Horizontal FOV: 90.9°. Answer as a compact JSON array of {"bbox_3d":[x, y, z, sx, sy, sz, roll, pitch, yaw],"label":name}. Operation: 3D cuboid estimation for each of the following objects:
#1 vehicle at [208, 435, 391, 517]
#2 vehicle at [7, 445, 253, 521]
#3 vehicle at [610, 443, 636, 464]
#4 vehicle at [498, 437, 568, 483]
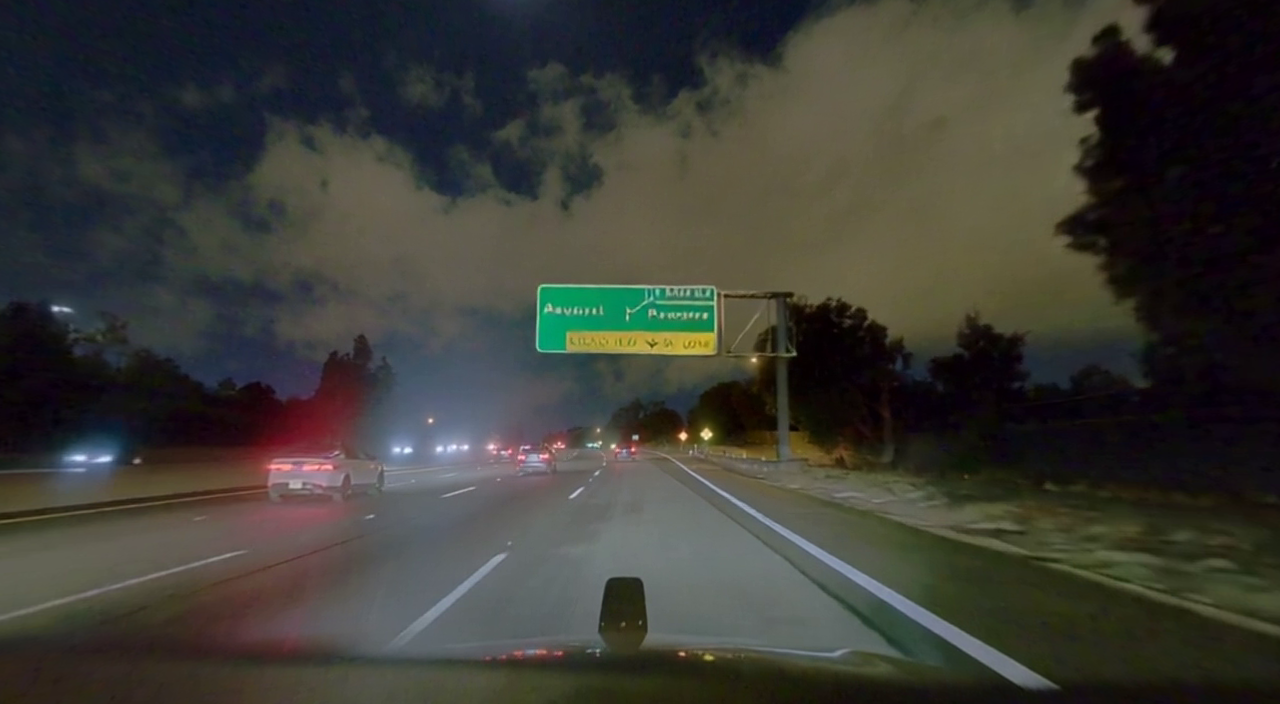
[{"bbox_3d":[-7.730,2.812,14.870,2.086,1.628,4.039,0,-8,-1],"label":"vehicle"},{"bbox_3d":[-11.816,3.015,15.194,2.028,1.499,4.702,0,-8,0],"label":"vehicle"},{"bbox_3d":[-1.285,7.525,46.876,1.881,1.460,3.694,0,-8,-2],"label":"vehicle"},{"bbox_3d":[-4.082,4.201,24.799,1.991,1.610,4.606,0,-8,-1],"label":"vehicle"}]
